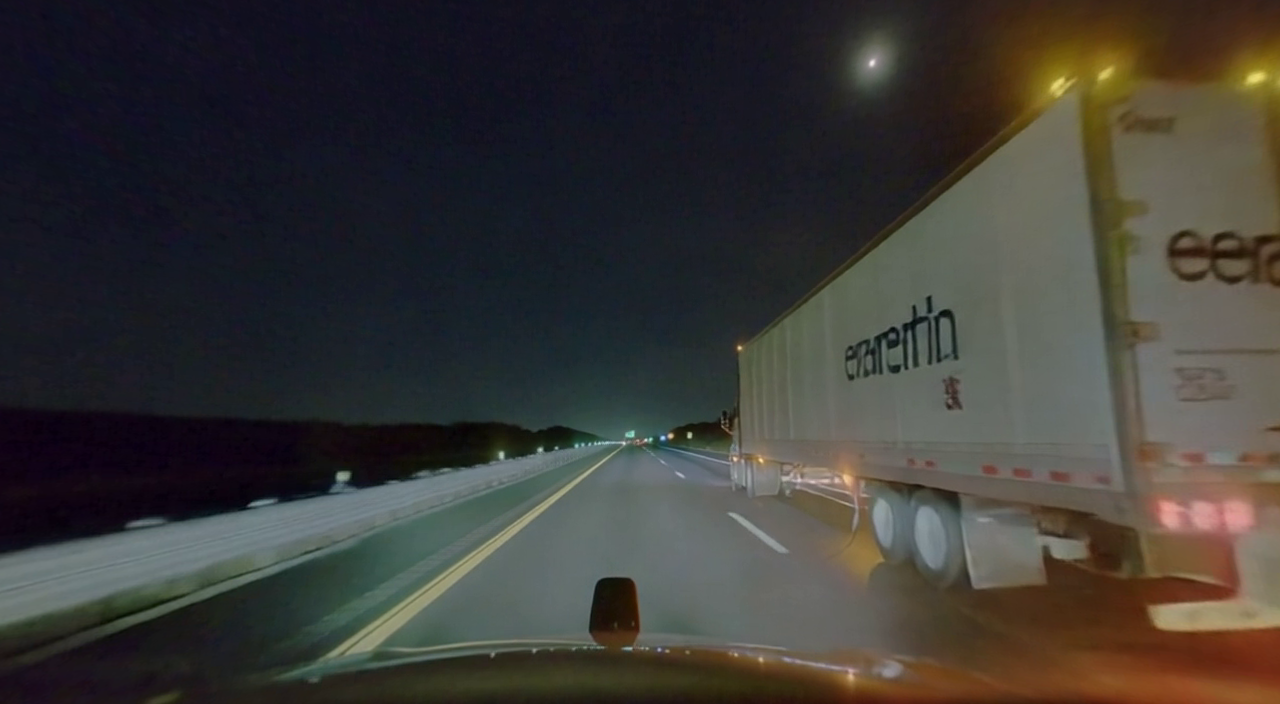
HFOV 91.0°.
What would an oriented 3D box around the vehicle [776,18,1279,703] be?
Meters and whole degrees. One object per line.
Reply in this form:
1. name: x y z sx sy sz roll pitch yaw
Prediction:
1. vehicle: 3.533 0.585 6.164 2.702 3.193 7.196 0 -8 0
